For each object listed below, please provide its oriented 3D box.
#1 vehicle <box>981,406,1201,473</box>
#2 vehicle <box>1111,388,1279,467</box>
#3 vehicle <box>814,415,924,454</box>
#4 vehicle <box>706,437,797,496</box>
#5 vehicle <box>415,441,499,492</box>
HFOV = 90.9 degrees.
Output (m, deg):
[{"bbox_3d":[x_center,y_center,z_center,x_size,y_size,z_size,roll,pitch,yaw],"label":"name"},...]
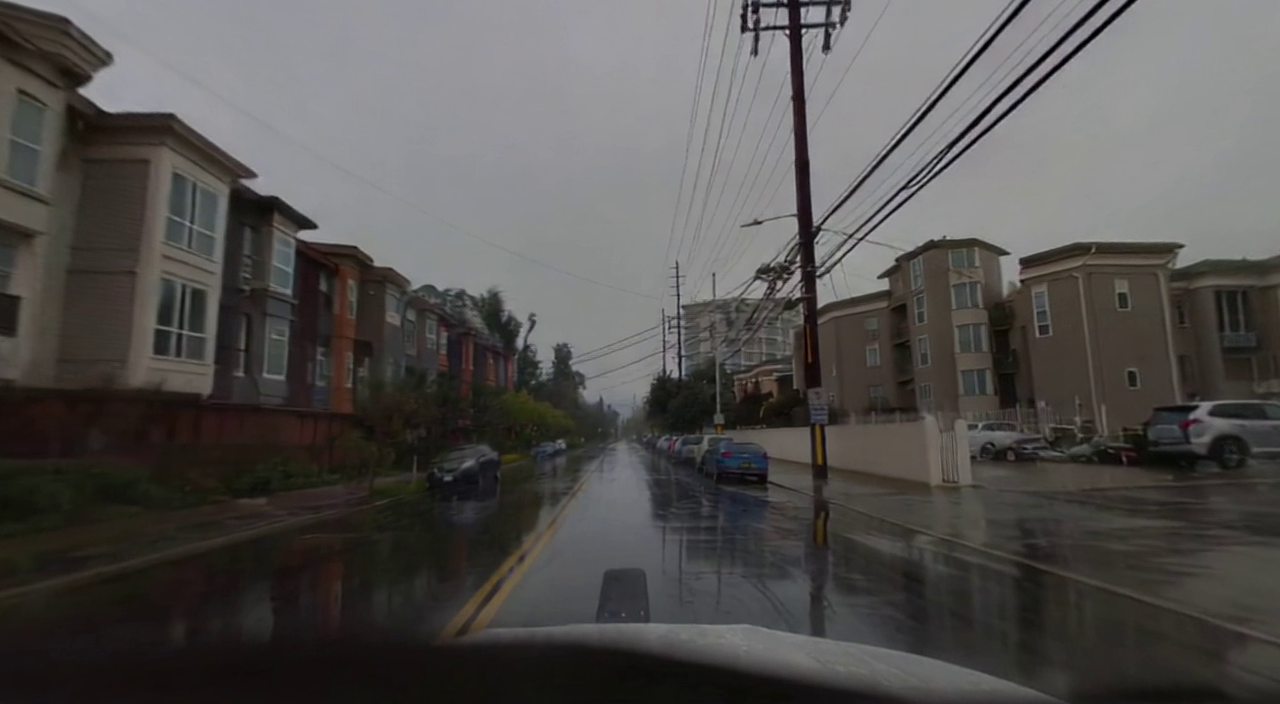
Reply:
[{"bbox_3d":[12.665,2.528,18.081,1.897,1.659,4.648,5,-10,-32],"label":"vehicle"},{"bbox_3d":[16.611,2.085,17.174,2.153,1.976,5.514,6,-10,-34],"label":"vehicle"},{"bbox_3d":[12.017,4.460,33.656,2.152,1.875,5.778,3,-9,-21],"label":"vehicle"},{"bbox_3d":[3.236,3.399,19.103,1.914,1.591,3.892,0,-8,-2],"label":"vehicle"},{"bbox_3d":[-6.567,4.113,23.160,1.913,1.672,4.267,0,-8,-1],"label":"vehicle"}]
